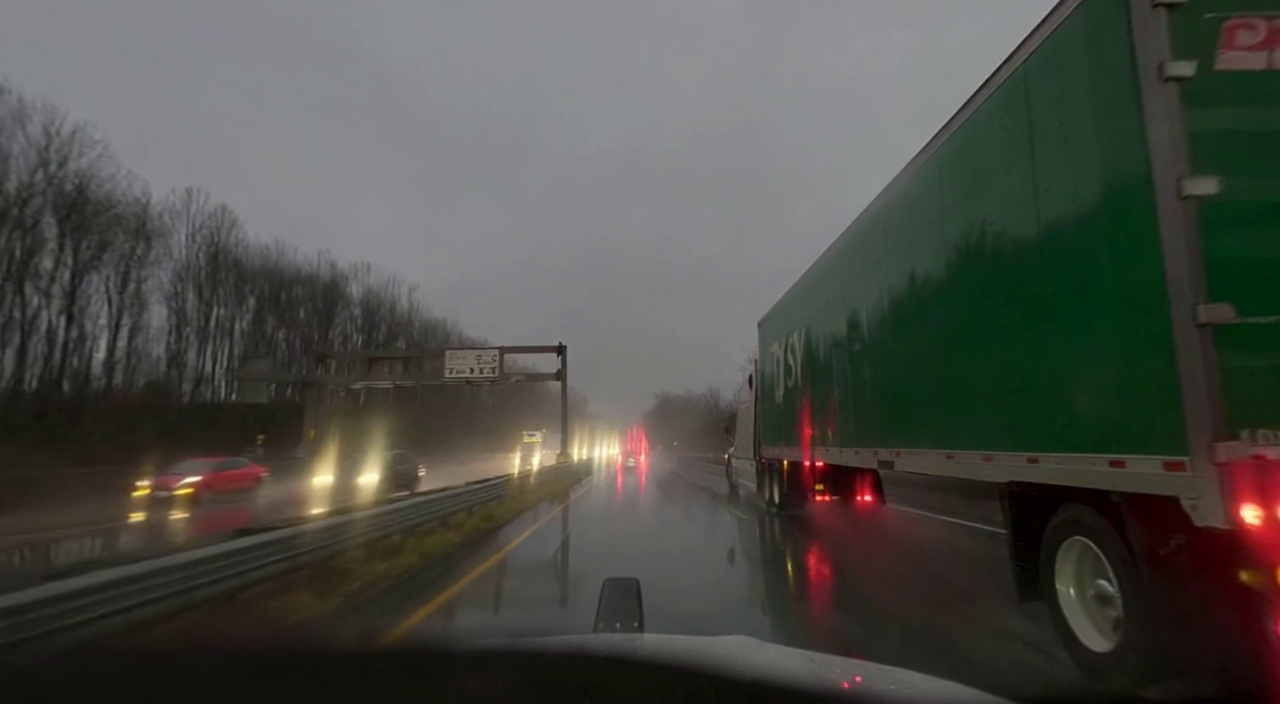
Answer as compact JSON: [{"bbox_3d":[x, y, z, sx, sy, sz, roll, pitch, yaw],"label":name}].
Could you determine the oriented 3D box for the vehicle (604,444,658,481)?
[{"bbox_3d":[-0.382,4.941,28.267,2.244,1.506,4.097,-1,-9,0],"label":"vehicle"}]

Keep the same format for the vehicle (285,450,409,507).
[{"bbox_3d":[-8.651,3.730,18.921,1.839,1.510,3.949,-1,-9,0],"label":"vehicle"}]

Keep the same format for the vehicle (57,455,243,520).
[{"bbox_3d":[-13.027,3.578,17.045,1.864,1.507,3.943,-1,-9,0],"label":"vehicle"}]

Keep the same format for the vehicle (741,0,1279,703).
[{"bbox_3d":[4.462,0.714,10.088,3.317,4.020,14.141,-1,-9,0],"label":"vehicle"}]
